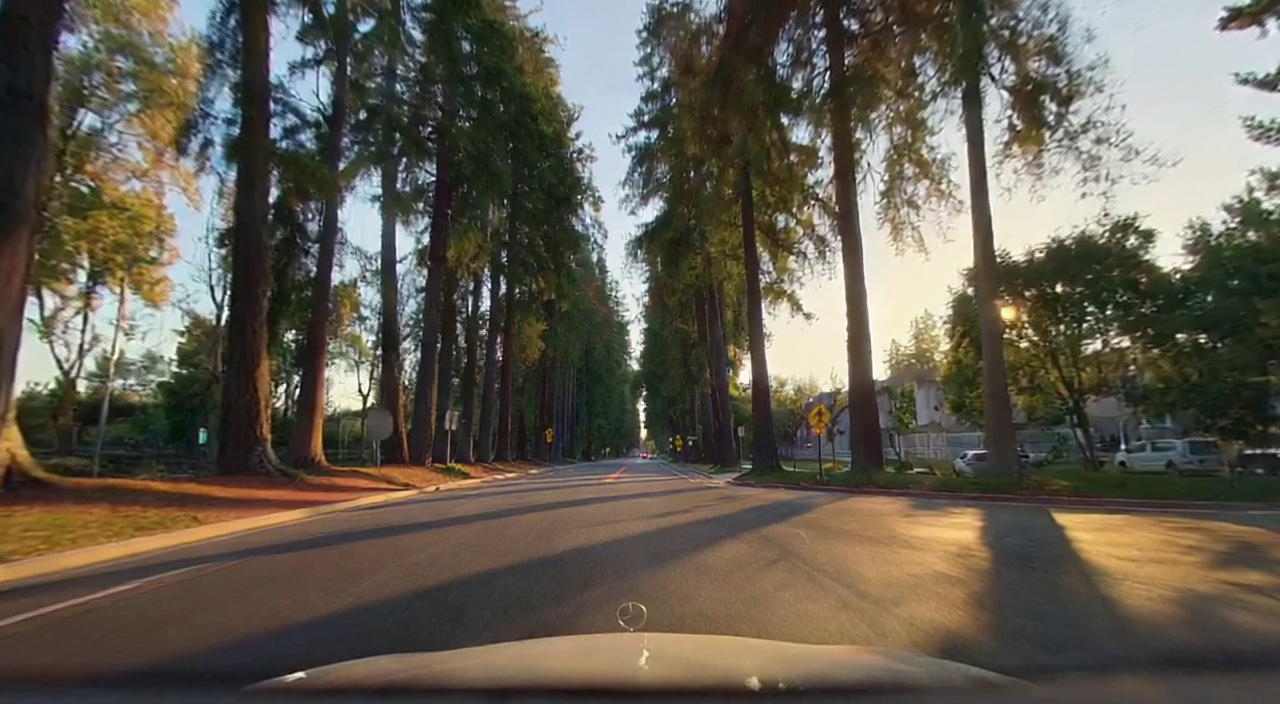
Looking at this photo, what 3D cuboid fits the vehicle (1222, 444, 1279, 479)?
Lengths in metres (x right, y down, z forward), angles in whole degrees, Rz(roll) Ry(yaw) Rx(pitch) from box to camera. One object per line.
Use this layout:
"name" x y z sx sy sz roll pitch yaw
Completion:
"vehicle" 31.584 5.495 31.933 1.913 1.622 4.482 -5 -10 29

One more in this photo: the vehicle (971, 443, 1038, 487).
"vehicle" 14.931 4.527 25.686 2.063 1.588 4.759 -5 -10 32

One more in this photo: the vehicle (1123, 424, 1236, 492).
"vehicle" 19.547 3.806 23.099 2.187 2.012 4.806 -9 -8 31

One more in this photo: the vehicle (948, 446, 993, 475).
"vehicle" 20.256 6.577 38.530 1.958 1.644 4.527 -5 -10 32
